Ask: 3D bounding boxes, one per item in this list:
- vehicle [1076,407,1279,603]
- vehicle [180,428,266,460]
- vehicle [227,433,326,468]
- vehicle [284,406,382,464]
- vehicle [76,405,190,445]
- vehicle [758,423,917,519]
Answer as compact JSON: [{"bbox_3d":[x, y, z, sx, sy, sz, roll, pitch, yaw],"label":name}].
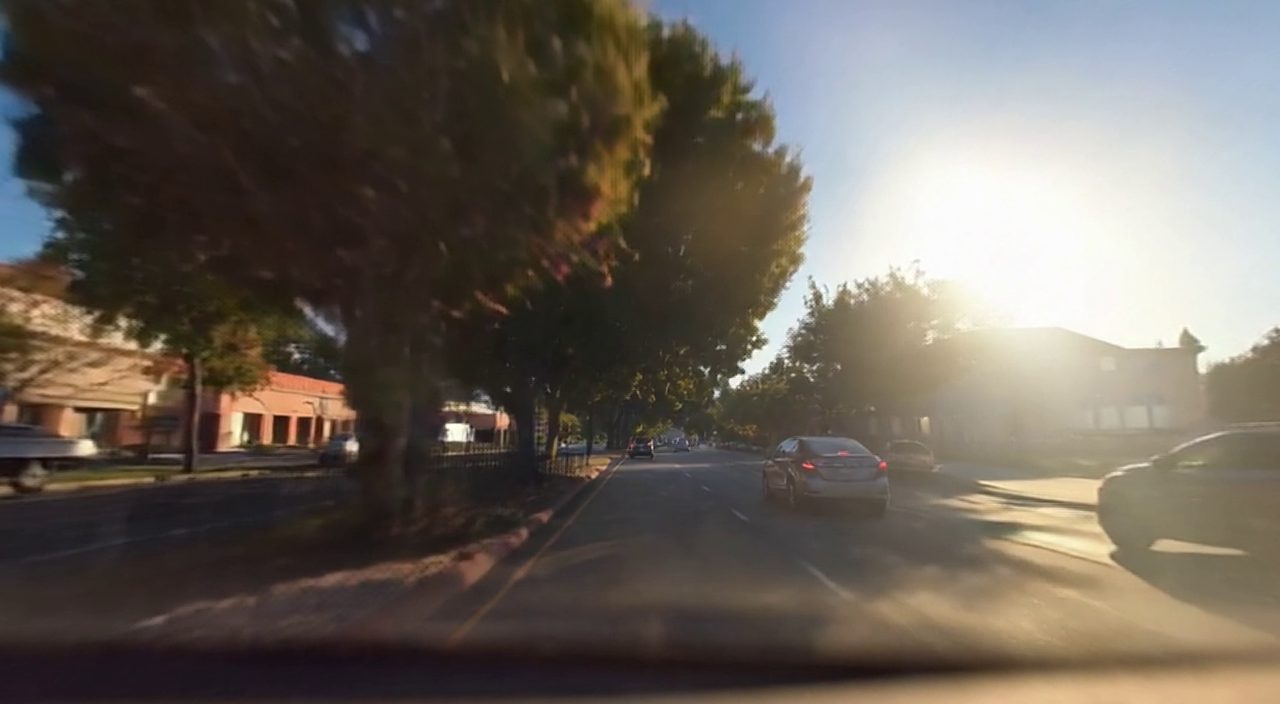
[{"bbox_3d":[6.806,1.400,5.797,2.134,1.738,4.833,0,-9,0],"label":"vehicle"},{"bbox_3d":[-25.618,5.700,38.840,3.907,1.800,1.917,-2,-10,2],"label":"vehicle"},{"bbox_3d":[-18.917,5.153,33.121,2.015,1.647,5.085,0,-9,2],"label":"vehicle"},{"bbox_3d":[-18.933,5.242,39.419,2.811,3.326,6.083,0,-9,2],"label":"vehicle"},{"bbox_3d":[-26.908,3.922,33.596,4.235,2.032,2.010,0,-9,1],"label":"vehicle"},{"bbox_3d":[3.876,2.416,13.207,2.072,1.669,3.836,0,-9,0],"label":"vehicle"}]
